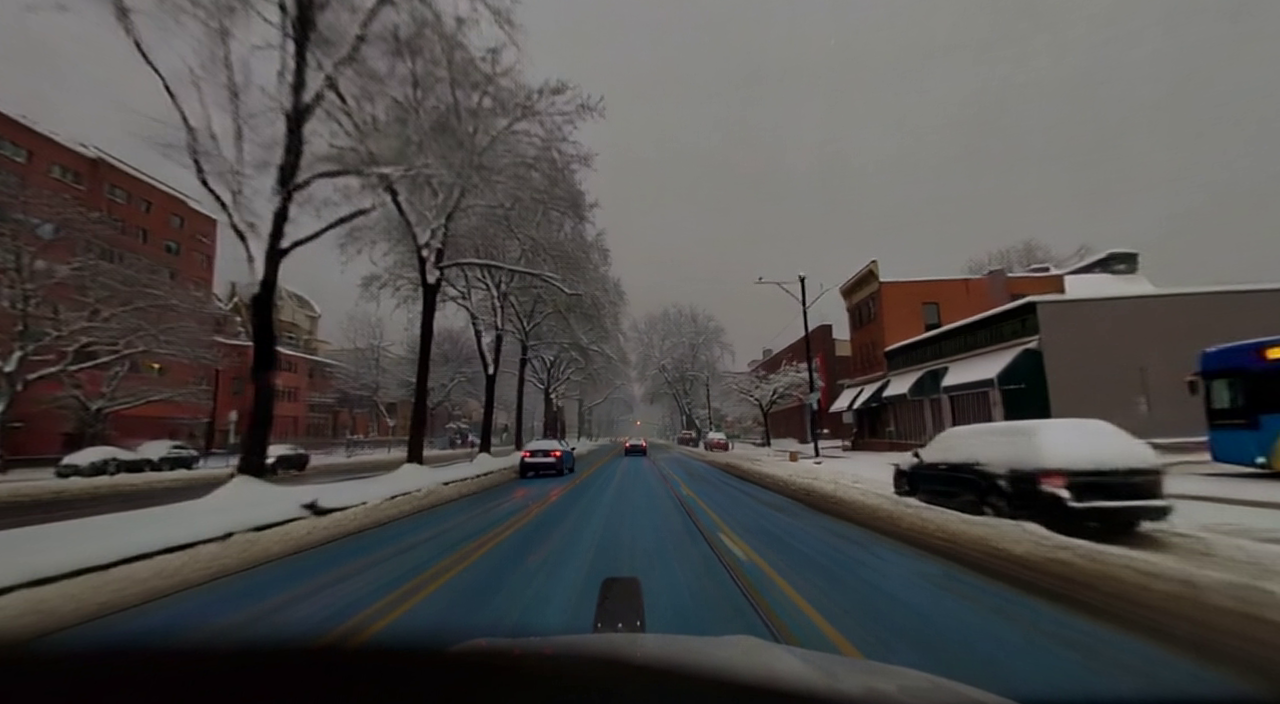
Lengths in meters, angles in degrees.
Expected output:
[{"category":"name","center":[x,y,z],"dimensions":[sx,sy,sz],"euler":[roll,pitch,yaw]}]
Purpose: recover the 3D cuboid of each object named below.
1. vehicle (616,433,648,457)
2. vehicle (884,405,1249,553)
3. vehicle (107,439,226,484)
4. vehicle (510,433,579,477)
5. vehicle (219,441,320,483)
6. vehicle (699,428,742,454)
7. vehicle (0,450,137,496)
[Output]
[{"category":"vehicle","center":[-0.511,6.182,42.109],"dimensions":[1.999,1.520,3.896],"euler":[0,-8,0]},{"category":"vehicle","center":[6.378,1.984,10.728],"dimensions":[2.206,1.803,5.753],"euler":[0,-8,0]},{"category":"vehicle","center":[-21.853,5.070,29.475],"dimensions":[1.947,1.857,4.851],"euler":[-1,-9,-3]},{"category":"vehicle","center":[-3.546,3.894,24.161],"dimensions":[1.934,1.522,4.287],"euler":[0,-8,0]},{"category":"vehicle","center":[-15.307,4.536,26.370],"dimensions":[1.806,1.590,4.151],"euler":[0,-8,-2]},{"category":"vehicle","center":[5.964,6.743,47.752],"dimensions":[2.390,1.816,6.050],"euler":[0,-8,-1]},{"category":"vehicle","center":[-22.142,4.499,23.966],"dimensions":[2.137,1.493,4.852],"euler":[0,-8,-1]}]
